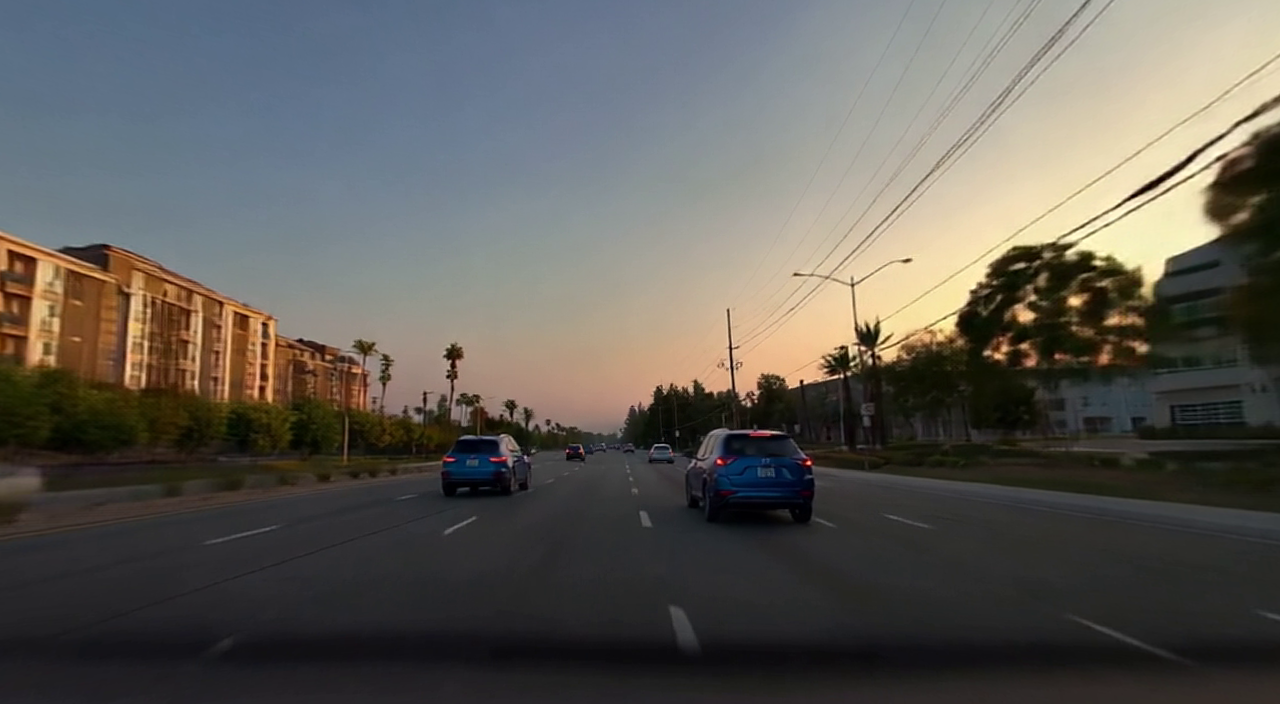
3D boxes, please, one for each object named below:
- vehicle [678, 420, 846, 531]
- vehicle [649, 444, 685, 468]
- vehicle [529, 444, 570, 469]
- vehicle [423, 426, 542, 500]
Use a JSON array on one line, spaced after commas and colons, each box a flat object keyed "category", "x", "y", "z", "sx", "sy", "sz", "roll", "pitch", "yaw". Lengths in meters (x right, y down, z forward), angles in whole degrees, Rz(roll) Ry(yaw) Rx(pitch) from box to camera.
[{"category": "vehicle", "x": 2.055, "y": 2.256, "z": 12.034, "sx": 2.198, "sy": 1.706, "sz": 4.166, "roll": 0, "pitch": -9, "yaw": -2}, {"category": "vehicle", "x": 1.673, "y": 6.661, "z": 40.487, "sx": 1.981, "sy": 1.472, "sz": 3.923, "roll": 0, "pitch": -9, "yaw": -2}, {"category": "vehicle", "x": -5.562, "y": 6.459, "z": 39.096, "sx": 2.040, "sy": 1.482, "sz": 4.121, "roll": 0, "pitch": -9, "yaw": -1}, {"category": "vehicle", "x": -4.250, "y": 3.094, "z": 17.923, "sx": 2.169, "sy": 1.796, "sz": 4.821, "roll": 0, "pitch": -9, "yaw": 0}]
